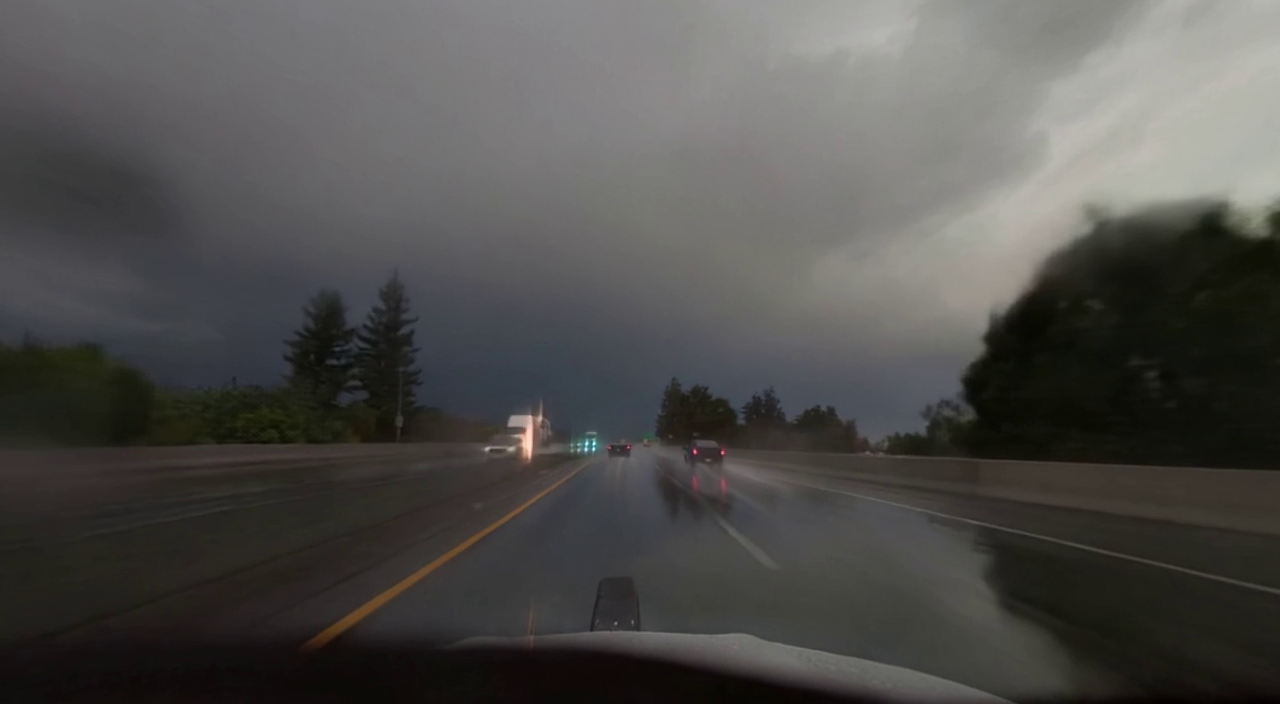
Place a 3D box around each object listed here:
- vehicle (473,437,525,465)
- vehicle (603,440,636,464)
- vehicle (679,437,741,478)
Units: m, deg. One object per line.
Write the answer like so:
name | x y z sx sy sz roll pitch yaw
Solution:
vehicle | -8.179 5.761 36.933 2.058 1.503 4.562 0 -8 -1
vehicle | -1.409 6.863 43.487 2.178 1.559 4.254 0 -8 -2
vehicle | 2.816 4.361 26.233 2.146 1.546 3.796 -1 -8 0
